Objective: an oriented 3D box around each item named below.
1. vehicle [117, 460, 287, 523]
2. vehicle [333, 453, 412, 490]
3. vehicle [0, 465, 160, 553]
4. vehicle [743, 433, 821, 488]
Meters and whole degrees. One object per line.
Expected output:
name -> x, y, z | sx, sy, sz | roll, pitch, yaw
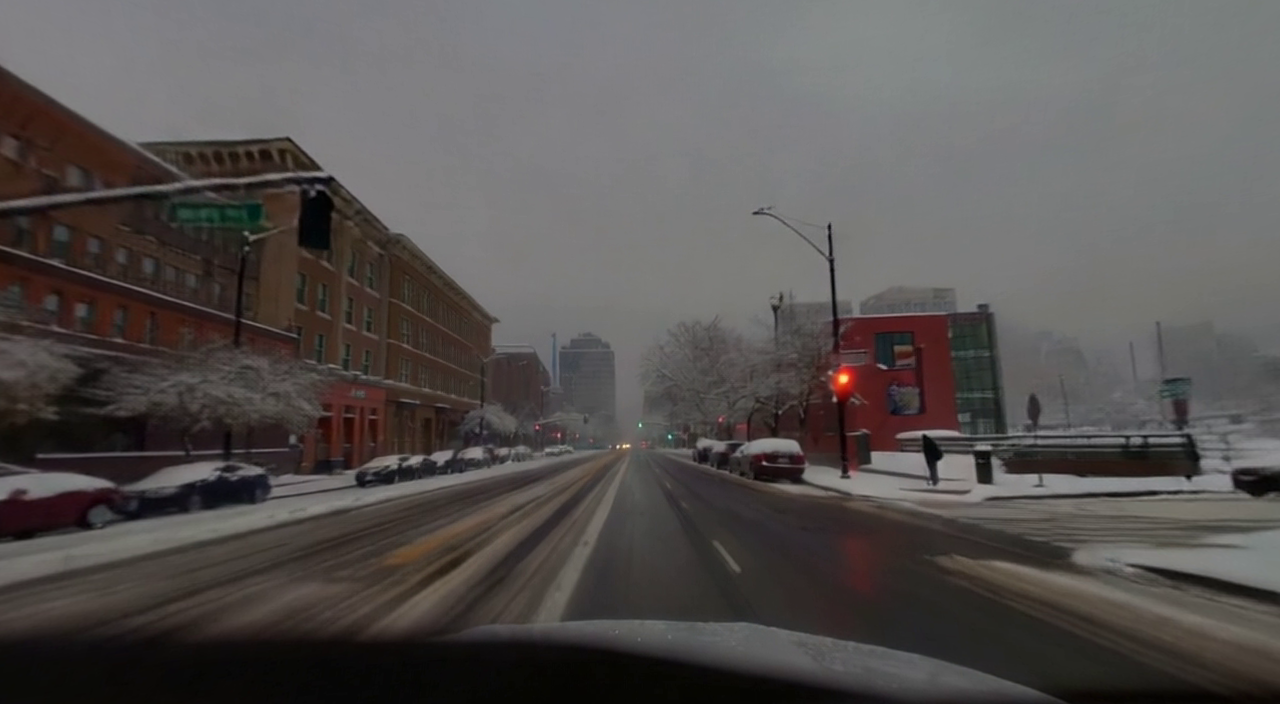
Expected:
vehicle -> -12.380, 3.916, 18.288 | 1.842, 1.461, 4.371 | 0, -8, -2
vehicle -> -12.385, 5.523, 29.560 | 1.804, 1.533, 4.121 | 0, -8, 1
vehicle -> -12.587, 3.131, 12.925 | 1.945, 1.451, 4.522 | 0, -8, 1
vehicle -> 5.628, 4.350, 25.632 | 2.010, 1.943, 4.319 | -2, -9, -1
